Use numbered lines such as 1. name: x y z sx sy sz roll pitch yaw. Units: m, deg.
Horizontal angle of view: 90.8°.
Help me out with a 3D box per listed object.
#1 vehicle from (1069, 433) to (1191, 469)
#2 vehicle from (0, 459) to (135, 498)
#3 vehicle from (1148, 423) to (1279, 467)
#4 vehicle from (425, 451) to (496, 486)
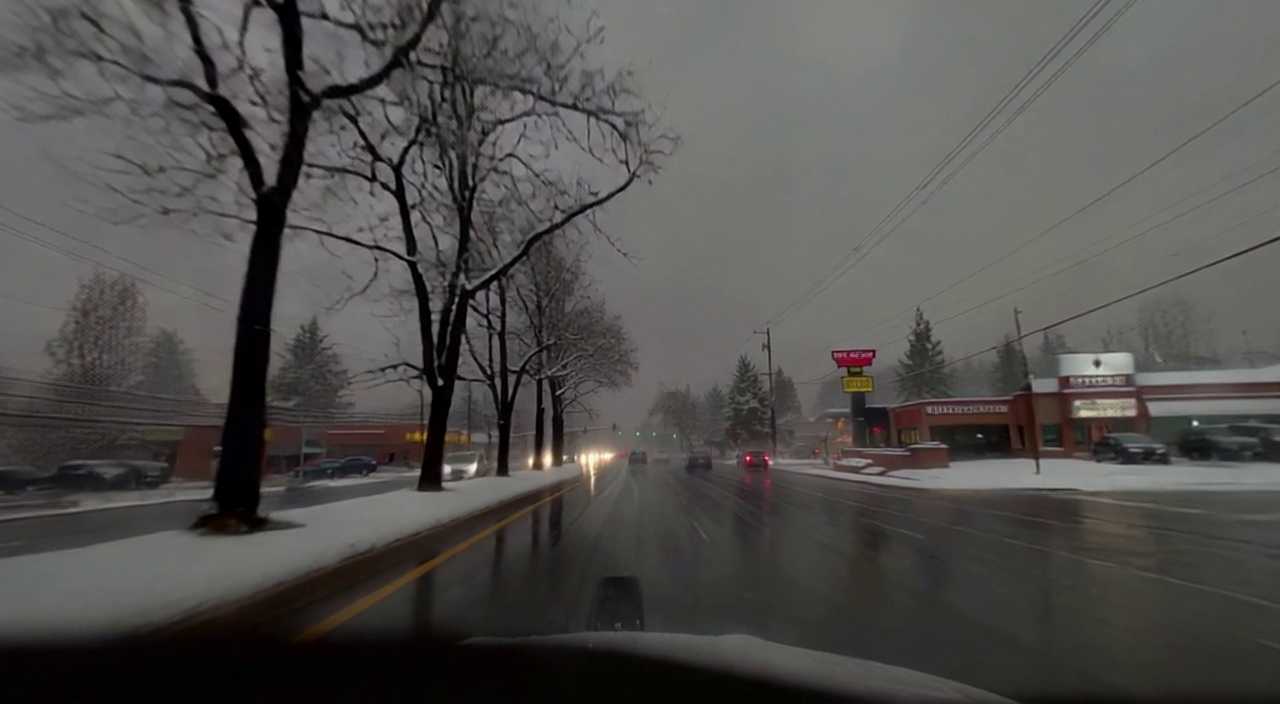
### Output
1. vehicle: 23.144 4.700 30.122 2.113 1.582 4.559 0 -9 0
2. vehicle: -28.904 6.235 31.368 5.699 1.782 2.271 0 -9 2
3. vehicle: 25.602 4.156 28.230 2.012 1.772 4.458 0 -8 0
4. vehicle: -8.702 5.662 31.139 2.043 1.536 4.682 0 -9 1
